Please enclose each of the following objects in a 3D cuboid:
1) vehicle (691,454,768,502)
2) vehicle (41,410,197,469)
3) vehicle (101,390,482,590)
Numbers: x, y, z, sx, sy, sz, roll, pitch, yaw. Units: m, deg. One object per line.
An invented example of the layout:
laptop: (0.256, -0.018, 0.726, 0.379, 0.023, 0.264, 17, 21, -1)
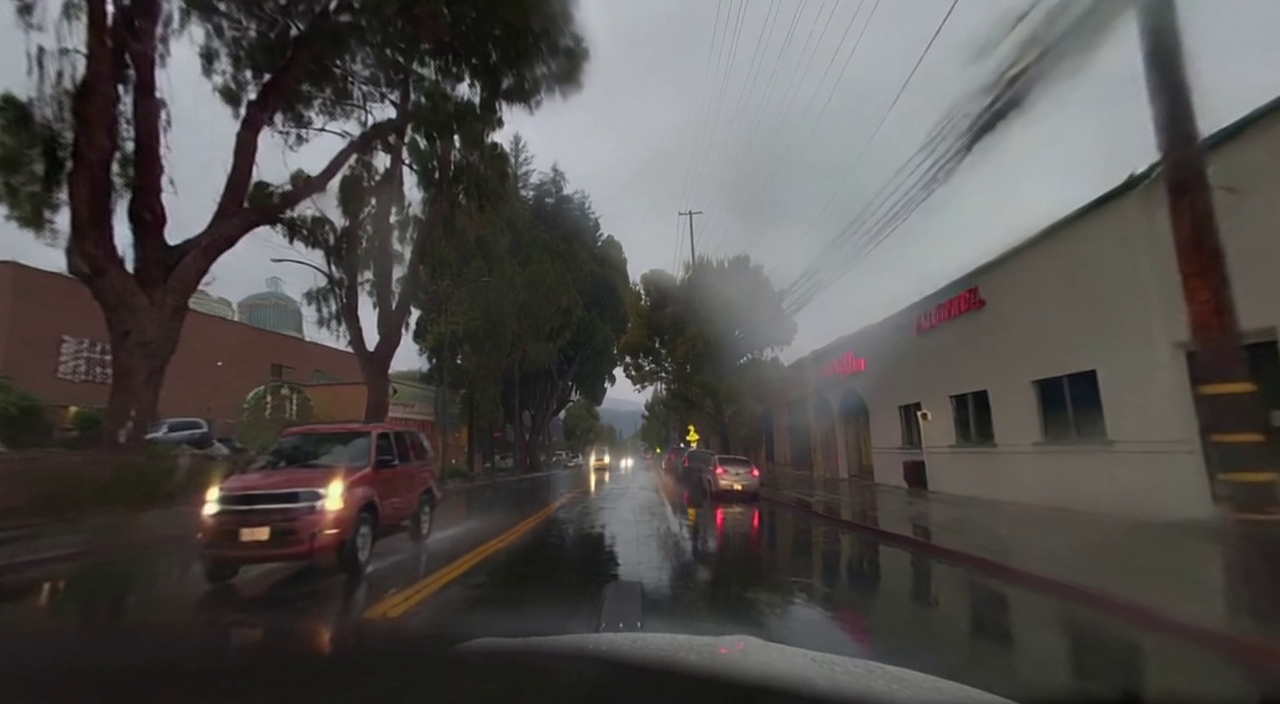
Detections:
vehicle: (2.907, 4.202, 21.419, 1.877, 1.373, 3.854, 0, -8, -3)
vehicle: (-24.405, 4.189, 30.026, 2.288, 2.514, 5.886, 0, -8, 1)
vehicle: (-4.073, 1.723, 8.770, 2.495, 1.966, 4.846, 0, -8, 0)
